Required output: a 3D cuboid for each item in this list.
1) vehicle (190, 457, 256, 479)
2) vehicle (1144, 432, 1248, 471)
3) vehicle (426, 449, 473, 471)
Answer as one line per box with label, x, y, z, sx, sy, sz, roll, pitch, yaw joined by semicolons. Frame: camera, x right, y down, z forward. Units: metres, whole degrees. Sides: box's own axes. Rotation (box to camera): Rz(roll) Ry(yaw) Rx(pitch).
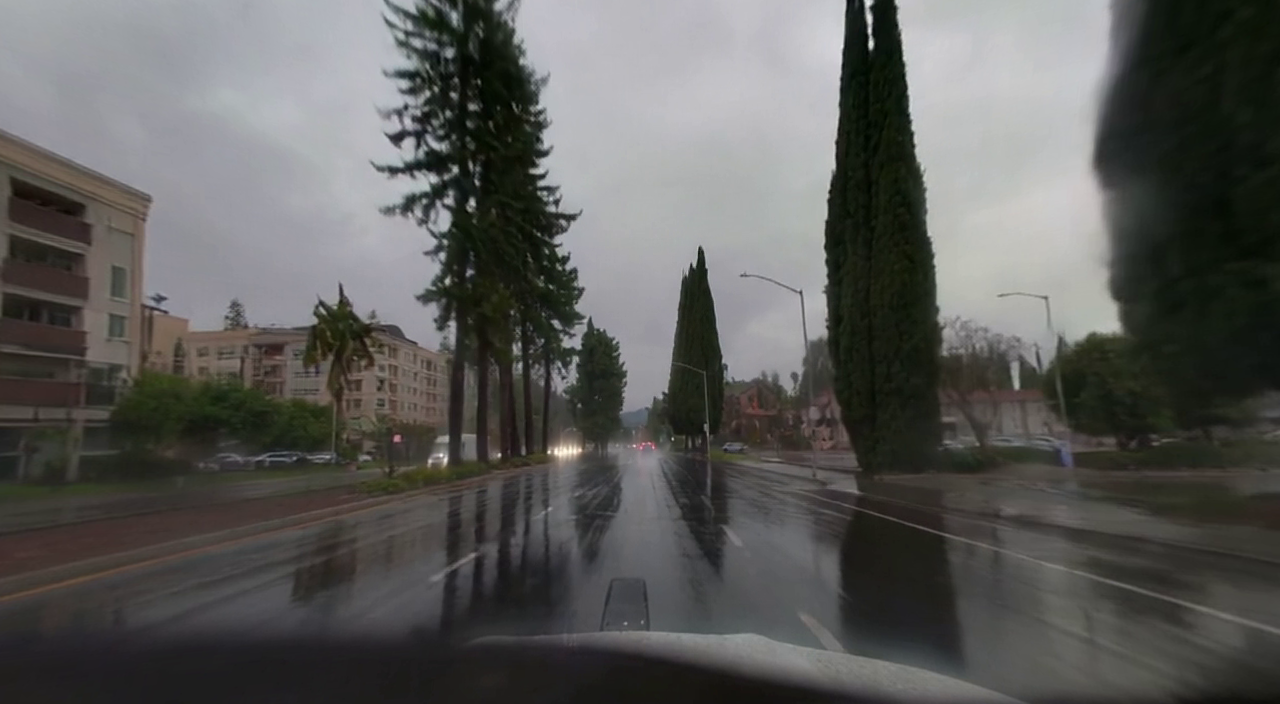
vehicle;-32.338;8.991;48.943;4.001;1.415;1.693;-3;-8;-1
vehicle;25.374;4.508;28.997;1.823;1.466;4.676;-7;-8;19
vehicle;-13.549;7.708;45.169;1.914;1.496;4.742;0;-9;0
